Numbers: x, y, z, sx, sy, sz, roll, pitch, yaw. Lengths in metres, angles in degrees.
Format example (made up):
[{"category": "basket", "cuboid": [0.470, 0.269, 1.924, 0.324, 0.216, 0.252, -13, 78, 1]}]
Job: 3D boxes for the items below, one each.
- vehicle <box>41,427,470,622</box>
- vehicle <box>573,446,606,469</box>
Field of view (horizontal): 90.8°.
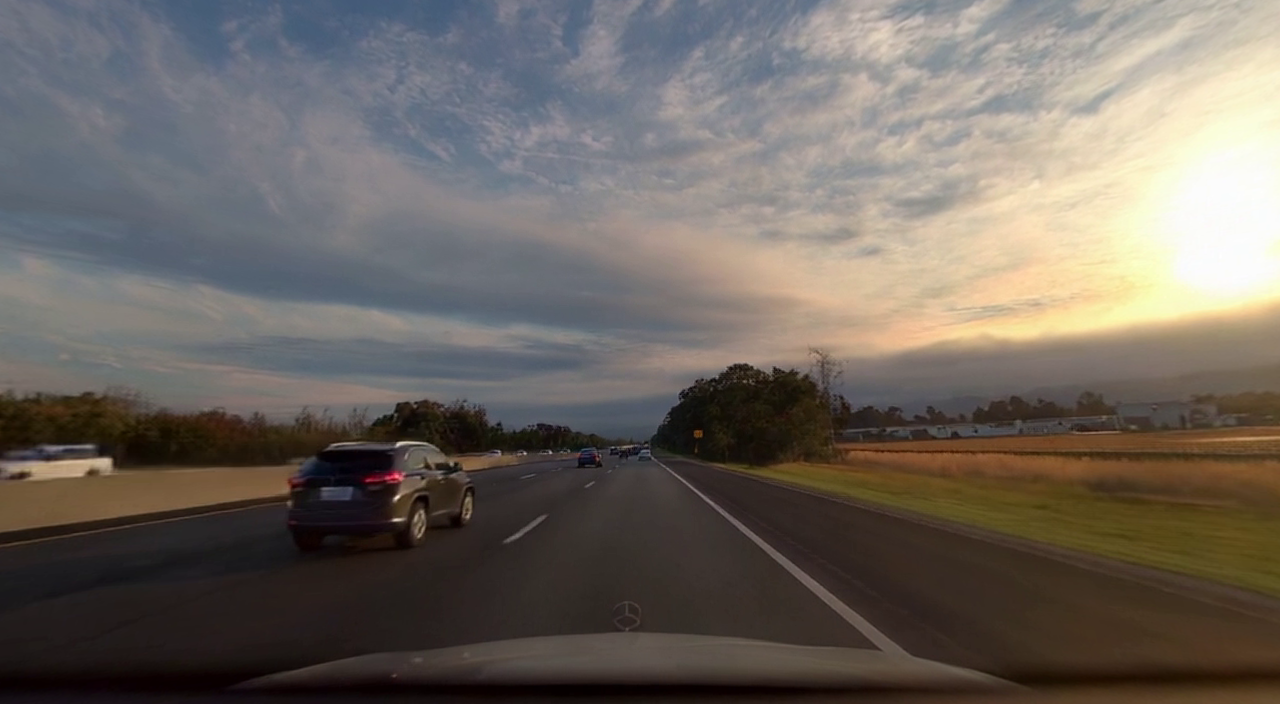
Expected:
[{"category": "vehicle", "cuboid": [-3.594, 1.686, 7.123, 2.110, 1.500, 4.259, 0, -9, 1]}, {"category": "vehicle", "cuboid": [-3.438, 7.301, 43.762, 1.954, 1.541, 4.079, 0, -9, 1]}]
